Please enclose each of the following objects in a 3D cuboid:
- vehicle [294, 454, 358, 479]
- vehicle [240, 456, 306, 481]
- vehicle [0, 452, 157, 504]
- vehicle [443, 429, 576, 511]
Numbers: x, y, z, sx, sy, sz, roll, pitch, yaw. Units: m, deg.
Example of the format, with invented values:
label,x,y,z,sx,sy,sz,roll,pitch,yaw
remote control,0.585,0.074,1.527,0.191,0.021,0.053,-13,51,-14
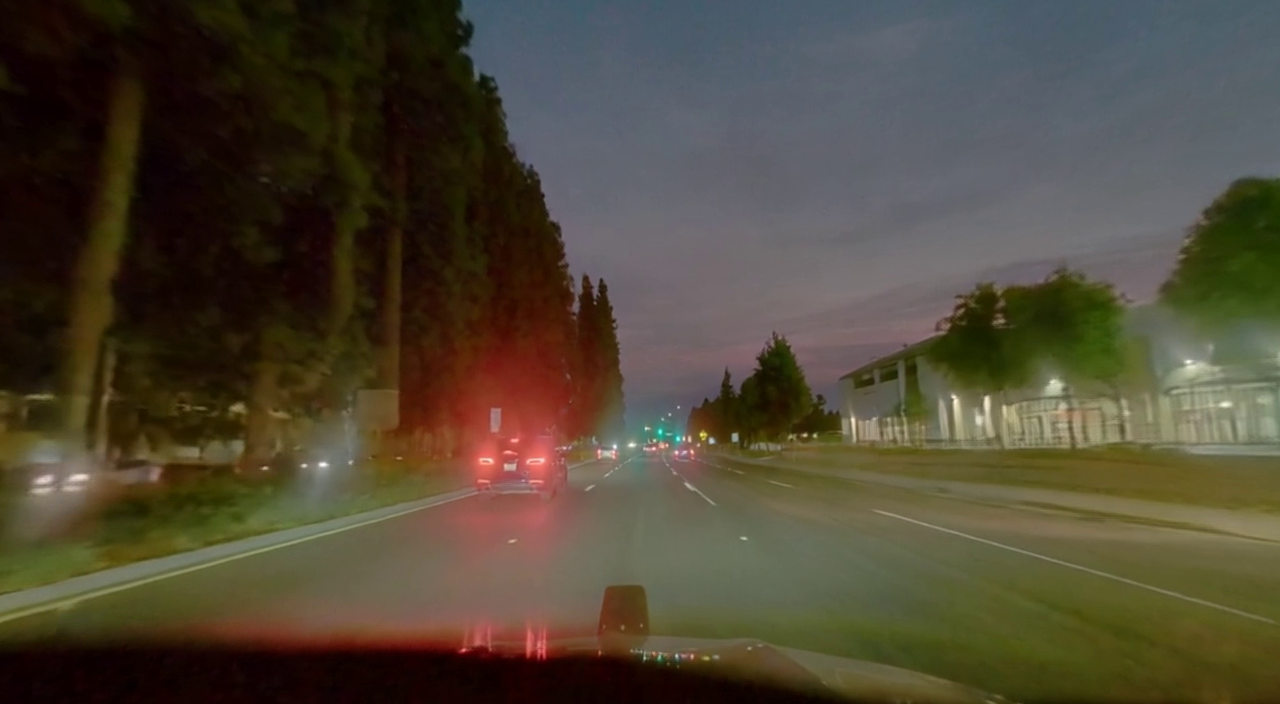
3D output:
label,x,y,z,sx,sy,sz,roll,pitch,yaw
vehicle,-20.576,7.513,41.541,1.817,1.495,4.540,0,-8,0
vehicle,-24.394,7.747,42.126,1.825,1.498,4.308,0,-8,0
vehicle,-22.762,5.074,25.912,1.986,1.826,5.008,1,-8,-3
vehicle,-2.909,2.766,15.258,2.121,1.656,4.559,0,-8,2
